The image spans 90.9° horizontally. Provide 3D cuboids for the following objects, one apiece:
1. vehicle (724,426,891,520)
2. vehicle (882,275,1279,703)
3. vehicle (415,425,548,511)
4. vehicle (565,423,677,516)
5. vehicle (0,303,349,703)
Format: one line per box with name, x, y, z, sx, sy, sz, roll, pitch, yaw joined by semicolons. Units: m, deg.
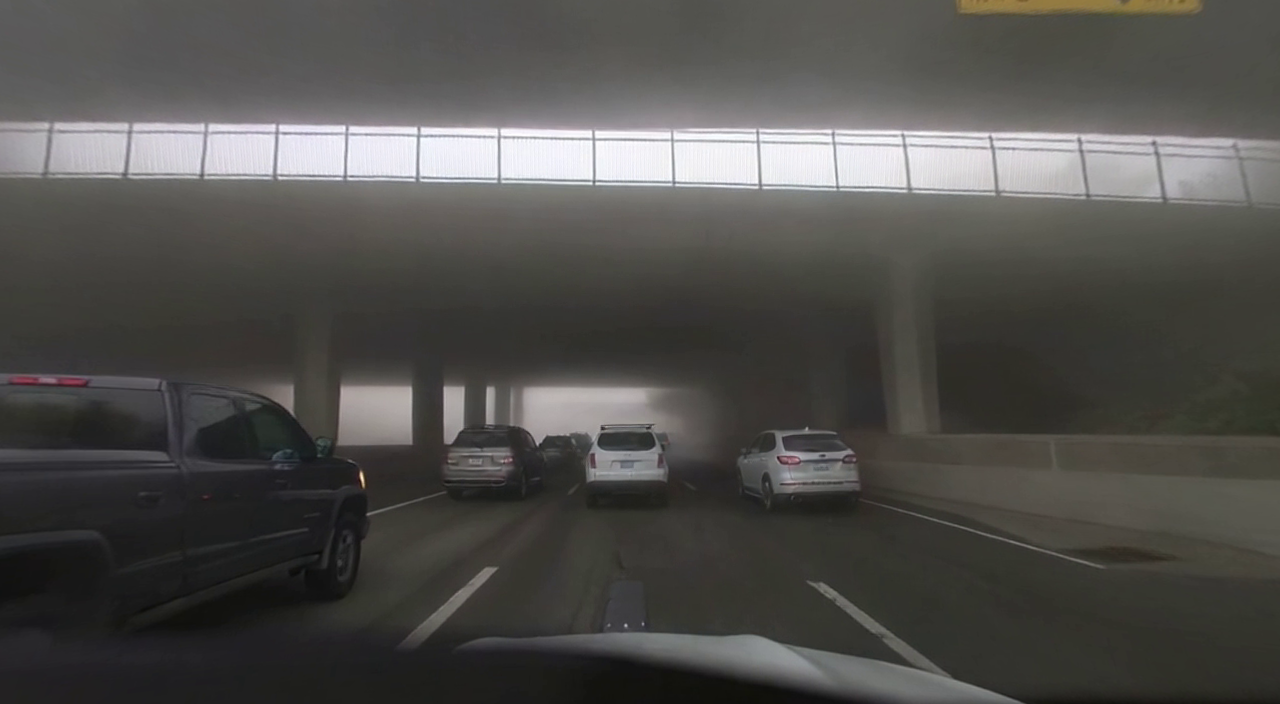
vehicle;3.430;2.620;14.307;2.234;1.720;5.378;0;-8;-1
vehicle;3.702;0.937;4.048;2.401;1.968;4.841;0;-8;1
vehicle;-3.496;2.641;14.774;2.127;1.720;4.064;0;-8;-1
vehicle;-0.399;2.507;13.876;2.097;1.748;3.794;0;-8;-1
vehicle;-3.432;0.796;2.771;2.074;1.814;4.596;0;-8;0
